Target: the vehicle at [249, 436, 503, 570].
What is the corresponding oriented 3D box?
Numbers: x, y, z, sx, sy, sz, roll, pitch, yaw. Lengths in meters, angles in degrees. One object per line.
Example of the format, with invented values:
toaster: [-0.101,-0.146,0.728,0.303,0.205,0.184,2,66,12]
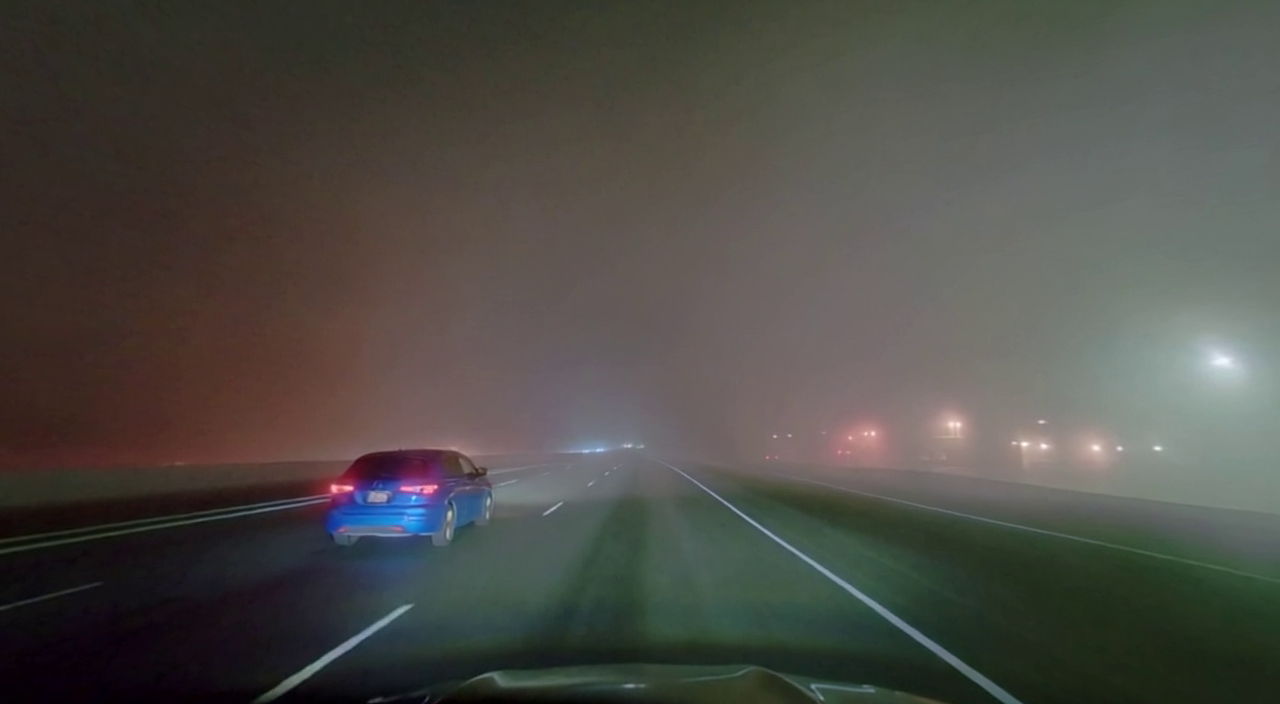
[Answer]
vehicle: [-3.371,1.985,9.003,1.935,1.479,3.787,0,-9,1]
